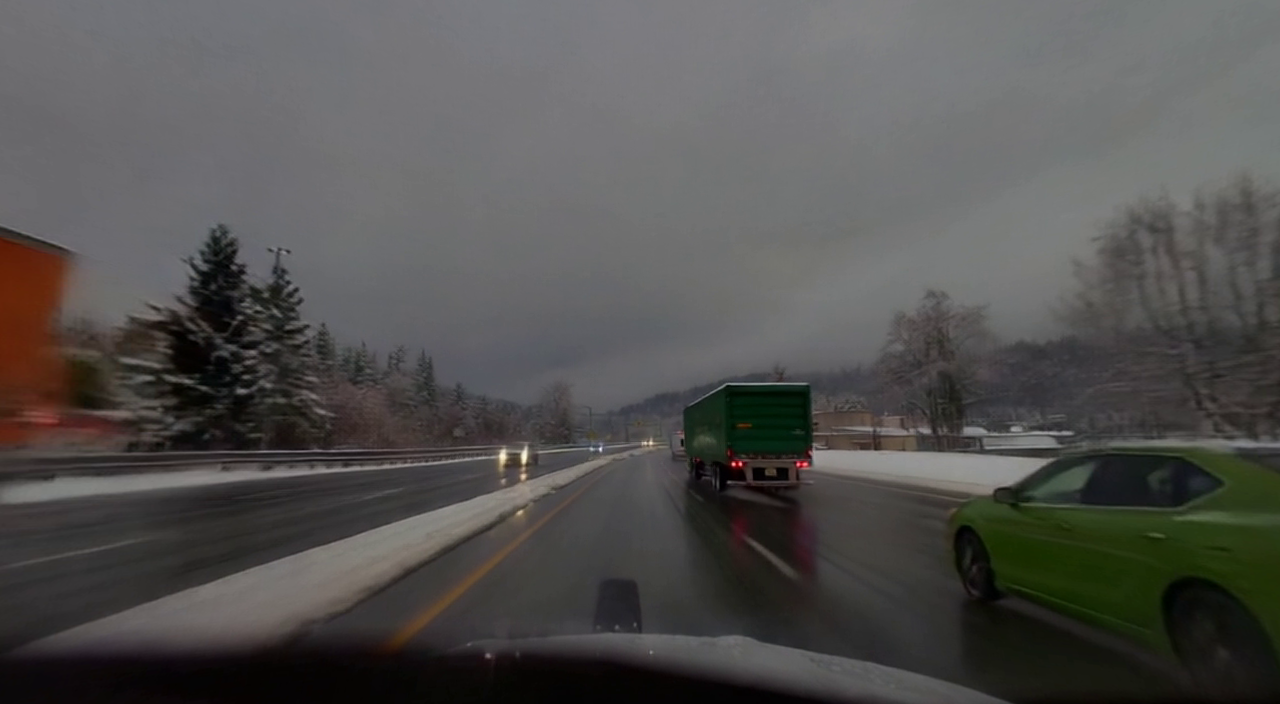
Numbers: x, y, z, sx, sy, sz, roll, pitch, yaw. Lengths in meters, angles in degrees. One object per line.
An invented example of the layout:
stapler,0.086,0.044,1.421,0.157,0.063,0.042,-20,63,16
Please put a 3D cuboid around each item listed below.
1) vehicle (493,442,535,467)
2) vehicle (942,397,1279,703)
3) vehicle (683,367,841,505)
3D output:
vehicle,-8.923,7.280,44.706,1.955,1.683,4.168,-1,-9,3
vehicle,3.584,1.082,3.328,1.971,1.558,3.834,0,-9,-1
vehicle,3.659,3.262,23.591,2.916,3.563,14.462,0,-9,-1
